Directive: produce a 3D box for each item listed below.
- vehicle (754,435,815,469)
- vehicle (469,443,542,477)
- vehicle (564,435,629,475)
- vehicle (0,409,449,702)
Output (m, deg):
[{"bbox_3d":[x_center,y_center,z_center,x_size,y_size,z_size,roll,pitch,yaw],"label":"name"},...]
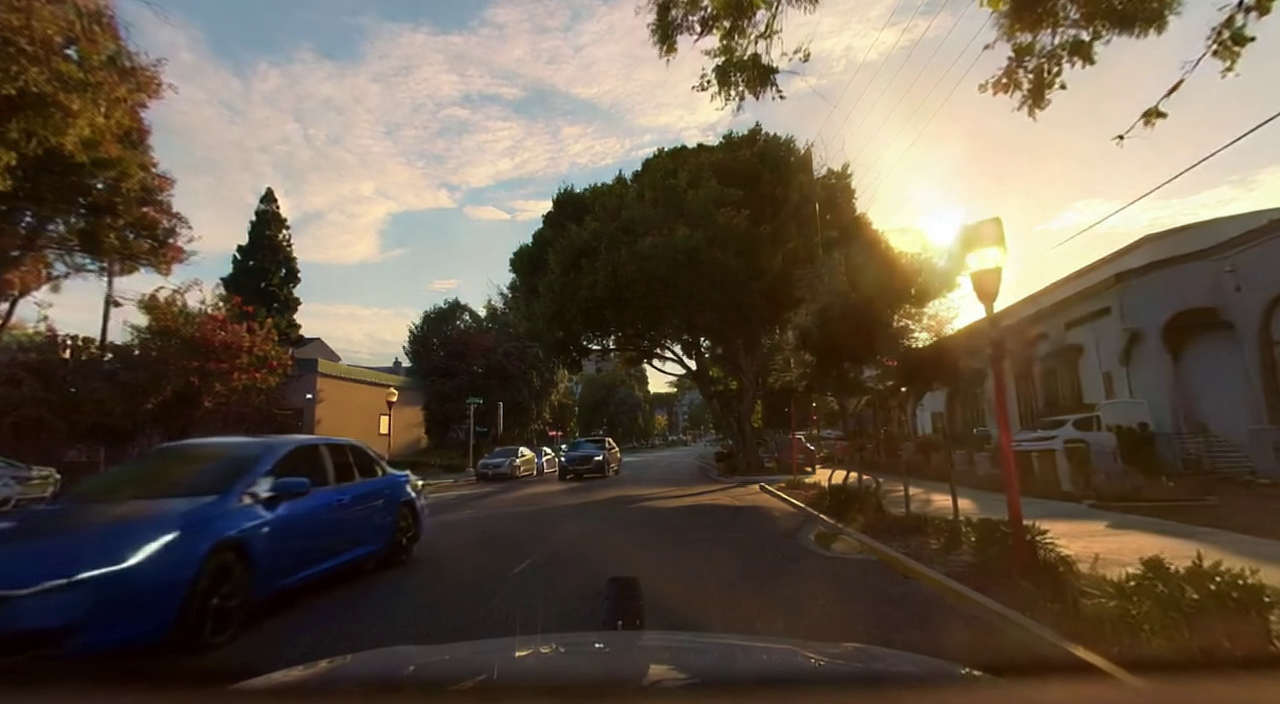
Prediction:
[{"bbox_3d":[6.686,4.685,29.695,1.918,1.461,4.419,0,-8,1],"label":"vehicle"},{"bbox_3d":[-6.075,4.933,29.086,1.968,1.443,4.358,-1,-9,6],"label":"vehicle"},{"bbox_3d":[-1.879,4.678,28.893,2.110,1.651,4.410,-1,-9,8],"label":"vehicle"},{"bbox_3d":[-3.537,1.408,5.672,2.056,1.508,4.596,-1,-9,2],"label":"vehicle"}]
